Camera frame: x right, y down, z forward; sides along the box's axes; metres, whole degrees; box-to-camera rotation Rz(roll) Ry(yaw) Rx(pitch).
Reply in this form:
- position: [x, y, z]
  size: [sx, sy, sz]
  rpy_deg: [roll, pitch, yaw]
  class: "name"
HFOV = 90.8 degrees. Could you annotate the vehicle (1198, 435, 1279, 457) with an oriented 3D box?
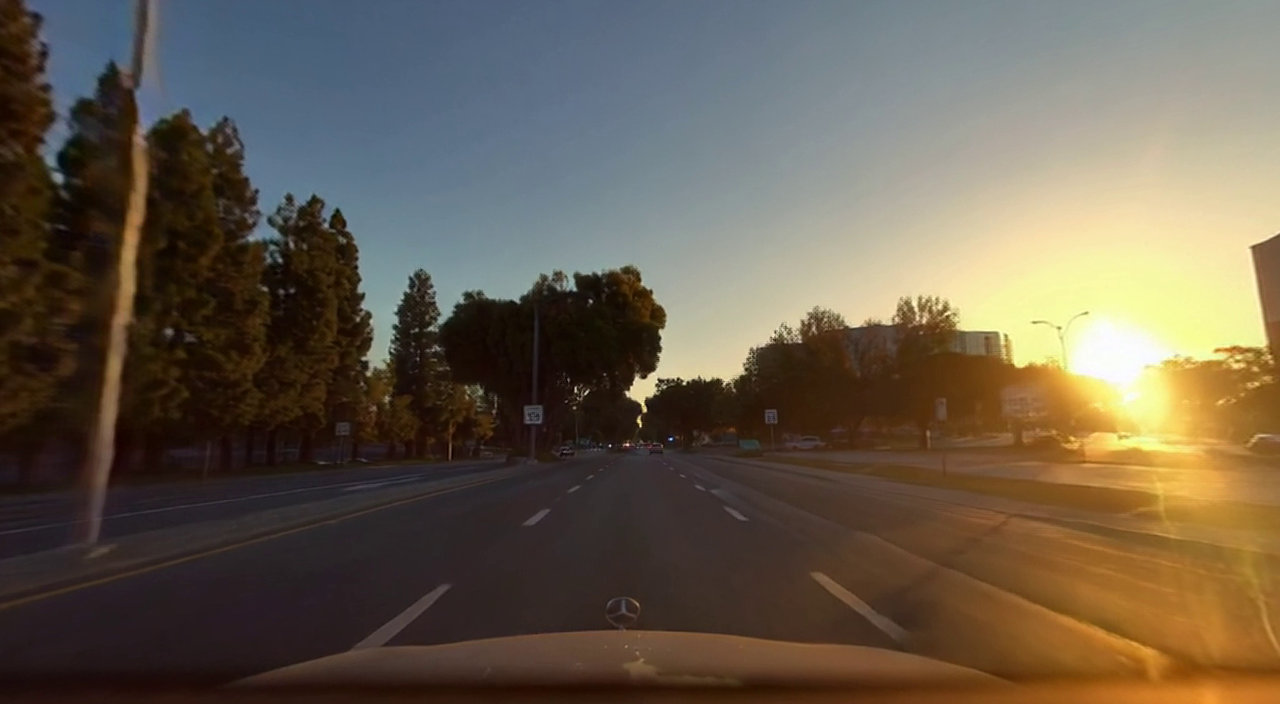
- position: [46.373, 7.251, 48.644]
  size: [2.007, 1.486, 4.744]
  rpy_deg: [7, -13, -44]
  class: "vehicle"
